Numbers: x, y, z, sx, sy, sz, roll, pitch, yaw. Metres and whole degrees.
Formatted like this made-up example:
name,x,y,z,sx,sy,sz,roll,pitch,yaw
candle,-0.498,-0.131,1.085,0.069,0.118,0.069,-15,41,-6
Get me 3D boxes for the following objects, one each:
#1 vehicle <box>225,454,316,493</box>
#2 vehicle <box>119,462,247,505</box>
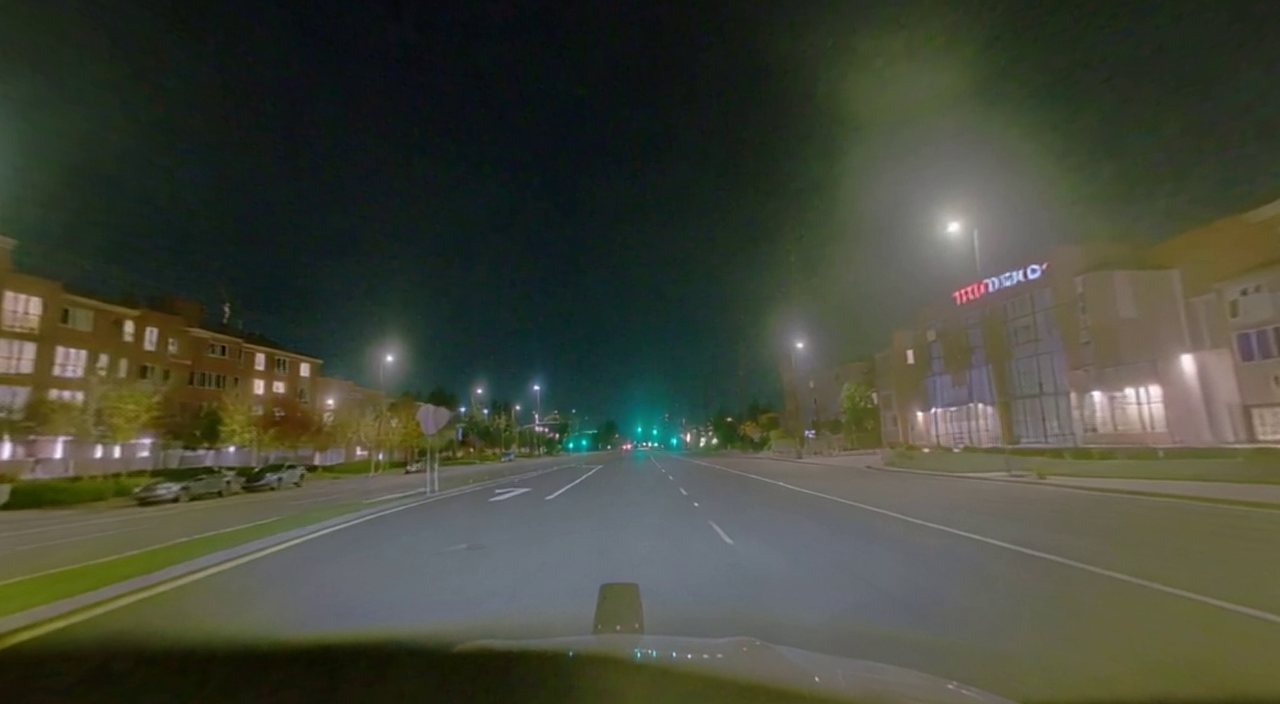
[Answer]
name,x,y,z,sx,sy,sz,roll,pitch,yaw
vehicle,-19.176,6.290,33.079,1.976,1.766,4.677,-1,-9,-1
vehicle,-19.079,5.481,26.740,1.925,1.485,4.821,0,-9,-2
